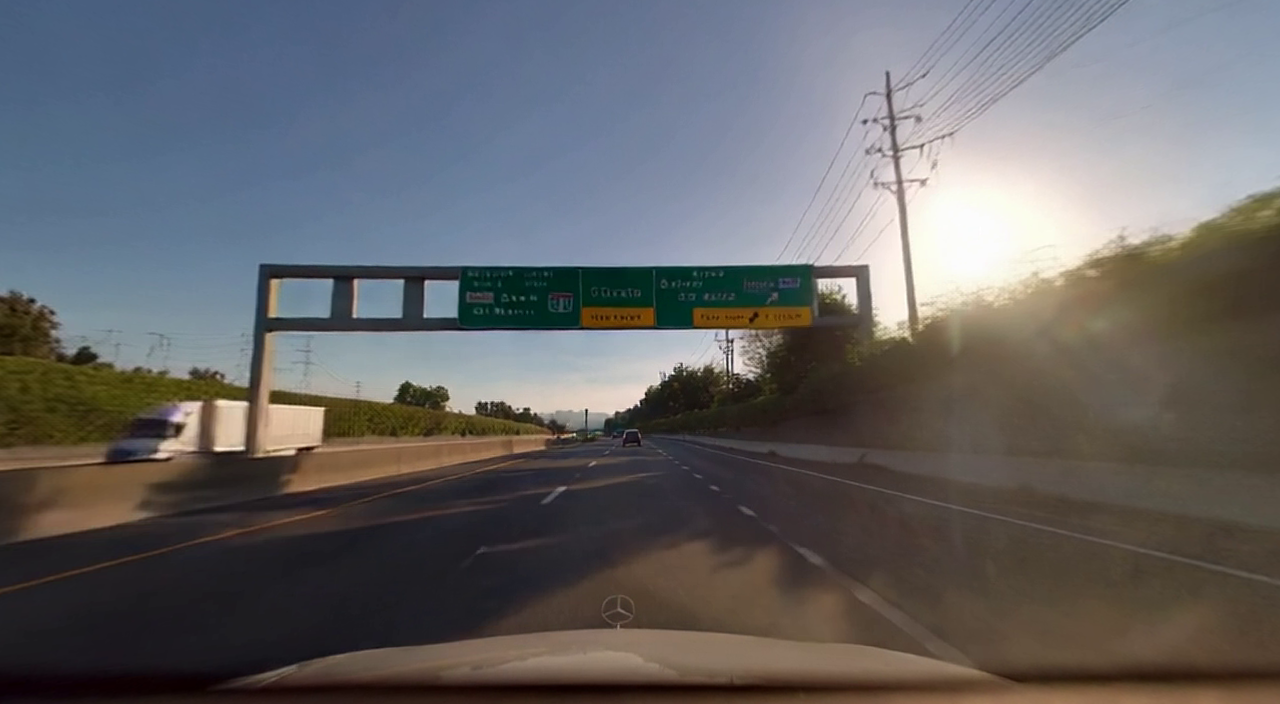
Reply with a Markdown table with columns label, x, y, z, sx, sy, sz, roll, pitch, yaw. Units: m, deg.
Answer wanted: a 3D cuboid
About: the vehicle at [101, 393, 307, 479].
| label | x | y | z | sx | sy | sz | roll | pitch | yaw |
| --- | --- | --- | --- | --- | --- | --- | --- | --- | --- |
| vehicle | -20.674 | 4.138 | 31.094 | 2.966 | 3.516 | 10.162 | 0 | -8 | 0 |
